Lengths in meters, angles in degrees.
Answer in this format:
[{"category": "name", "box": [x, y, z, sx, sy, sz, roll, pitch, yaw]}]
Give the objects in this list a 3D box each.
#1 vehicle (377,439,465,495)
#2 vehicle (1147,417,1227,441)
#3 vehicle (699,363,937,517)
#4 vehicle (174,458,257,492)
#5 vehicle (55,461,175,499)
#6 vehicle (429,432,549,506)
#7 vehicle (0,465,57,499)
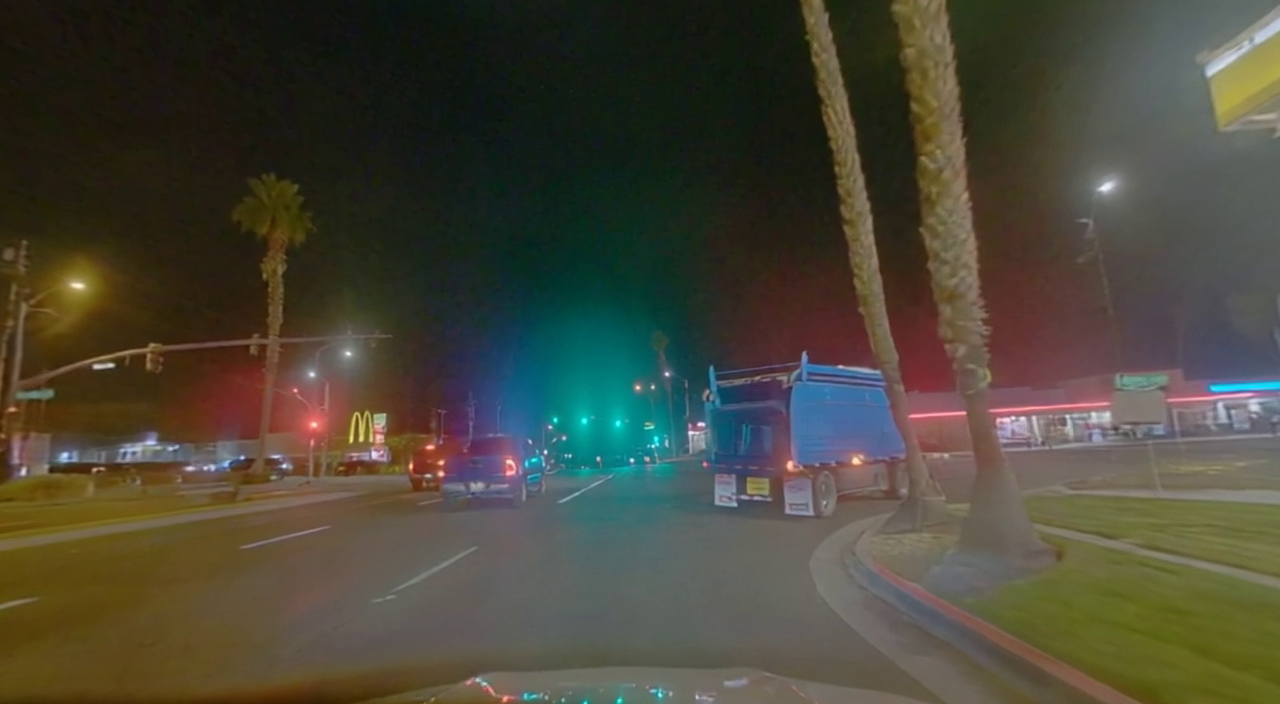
[{"category": "vehicle", "box": [-7.285, 3.827, 21.477, 1.997, 1.679, 4.263, 1, -9, -8]}, {"category": "vehicle", "box": [41.778, 5.873, 48.328, 3.879, 1.626, 2.382, -3, -7, -1]}, {"category": "vehicle", "box": [4.384, 2.096, 15.058, 5.938, 2.954, 2.463, 7, -11, -40]}, {"category": "vehicle", "box": [-25.248, 7.279, 37.608, 3.721, 1.450, 1.824, -7, -7, 1]}, {"category": "vehicle", "box": [-27.115, 6.624, 32.759, 4.583, 1.556, 1.893, -3, -6, 0]}, {"category": "vehicle", "box": [-3.960, 3.152, 17.506, 2.102, 1.744, 4.630, 0, -8, 1]}, {"category": "vehicle", "box": [-38.937, 8.060, 38.960, 4.136, 1.863, 1.785, -3, -9, 0]}]
